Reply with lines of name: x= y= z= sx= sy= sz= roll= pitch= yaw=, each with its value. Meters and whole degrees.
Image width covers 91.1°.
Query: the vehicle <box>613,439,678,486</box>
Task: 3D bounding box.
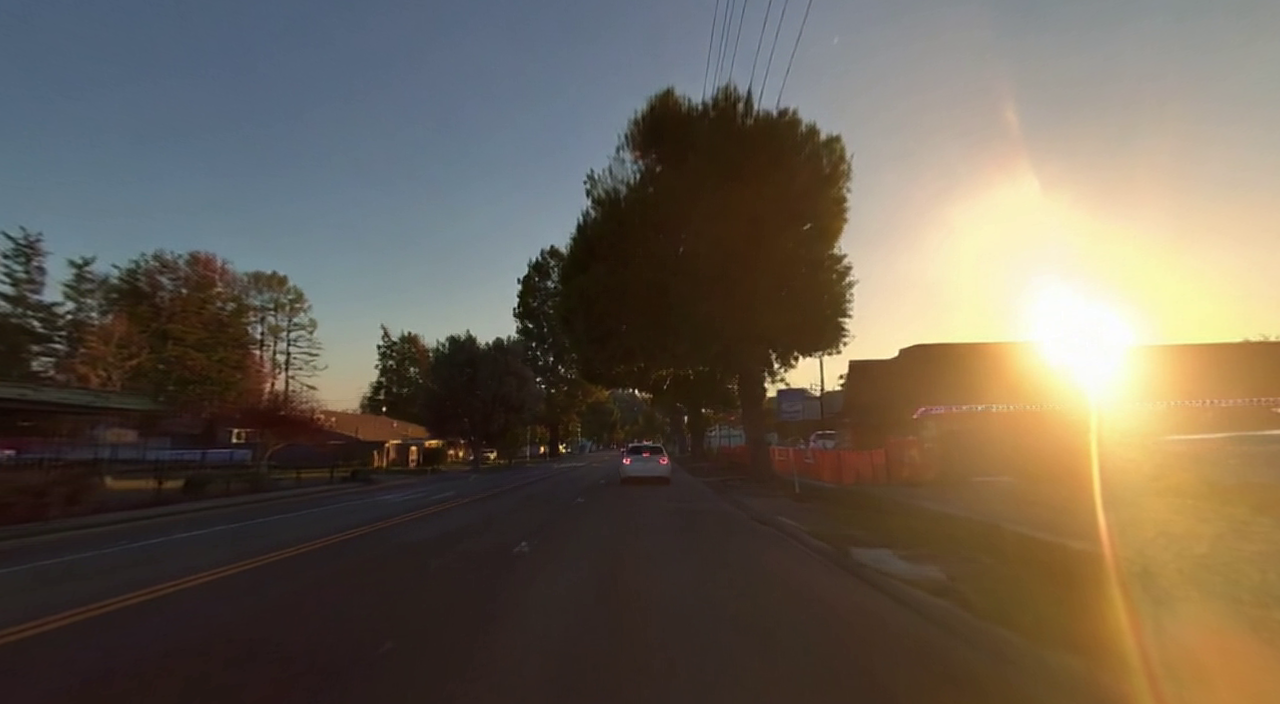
vehicle: x=0.168 y=3.952 z=22.759 sx=2.144 sy=1.514 sz=4.063 roll=-1 pitch=-8 yaw=0

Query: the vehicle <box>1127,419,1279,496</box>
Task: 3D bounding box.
vehicle: x=14.014 y=2.394 z=14.612 sx=1.841 sy=1.563 sz=4.335 roll=-1 pitch=-8 yaw=0
